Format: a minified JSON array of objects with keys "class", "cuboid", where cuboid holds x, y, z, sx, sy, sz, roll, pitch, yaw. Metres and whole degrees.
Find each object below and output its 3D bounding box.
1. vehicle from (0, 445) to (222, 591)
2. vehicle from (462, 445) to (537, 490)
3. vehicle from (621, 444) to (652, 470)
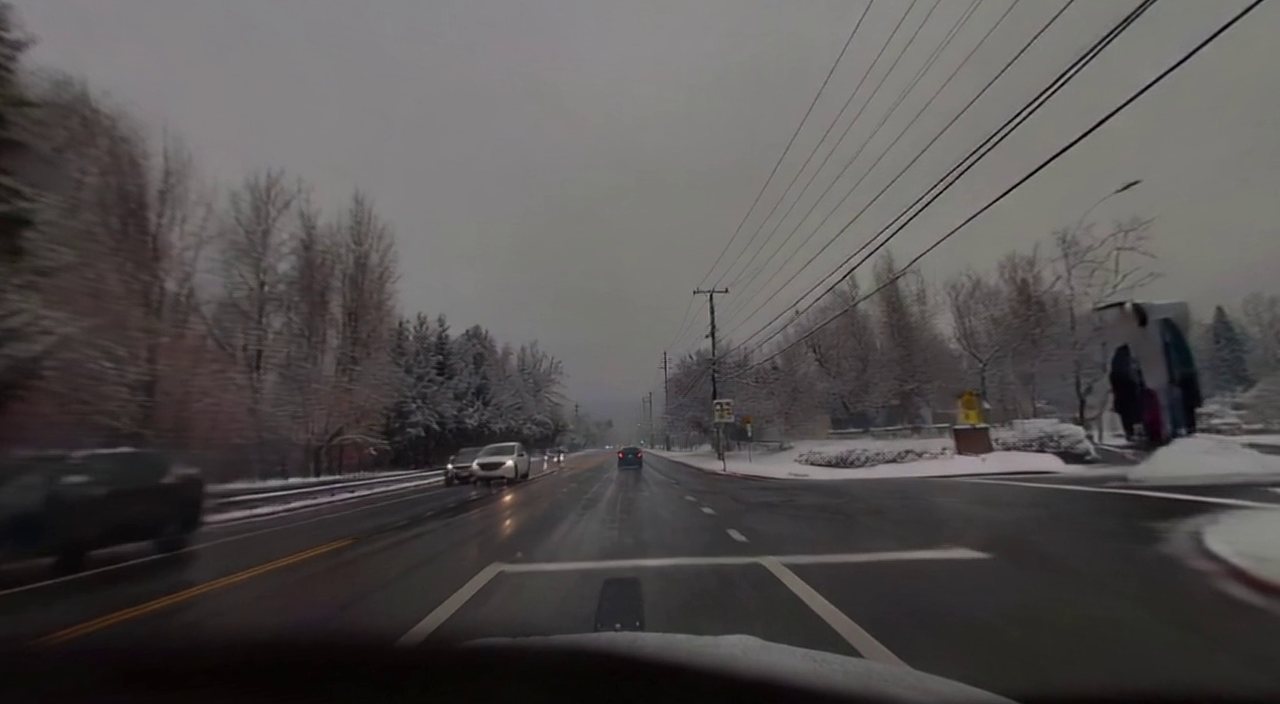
[{"class":"vehicle","cuboid":[-9.293,2.417,9.993,2.123,1.844,4.747,0,-8,-1]},{"class":"vehicle","cuboid":[-5.902,4.879,27.205,2.143,1.735,4.737,-1,-8,0]},{"class":"vehicle","cuboid":[-0.277,7.479,45.401,2.163,1.746,4.073,0,-8,-1]}]
